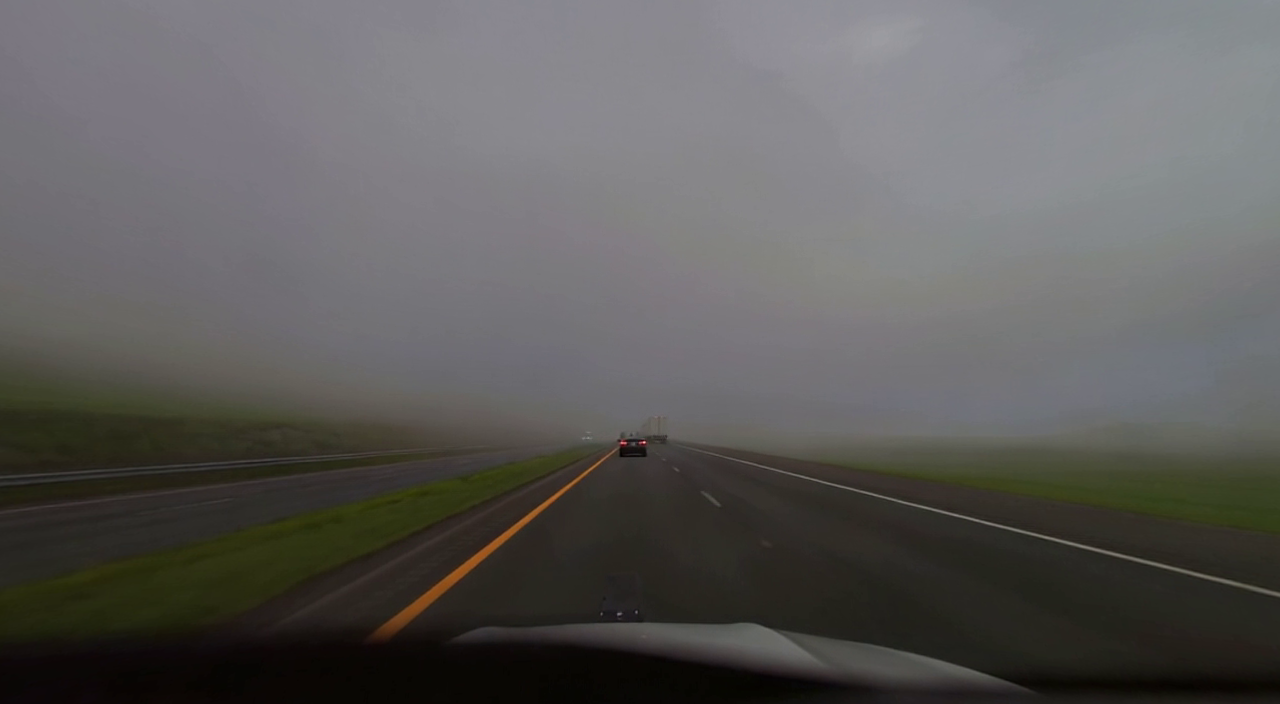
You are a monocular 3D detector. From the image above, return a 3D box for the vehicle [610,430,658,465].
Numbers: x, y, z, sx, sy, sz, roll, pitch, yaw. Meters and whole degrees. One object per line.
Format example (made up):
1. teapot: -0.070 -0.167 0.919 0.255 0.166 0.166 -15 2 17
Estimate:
1. vehicle: -0.326 4.768 31.654 2.216 1.623 4.220 0 -8 -1
